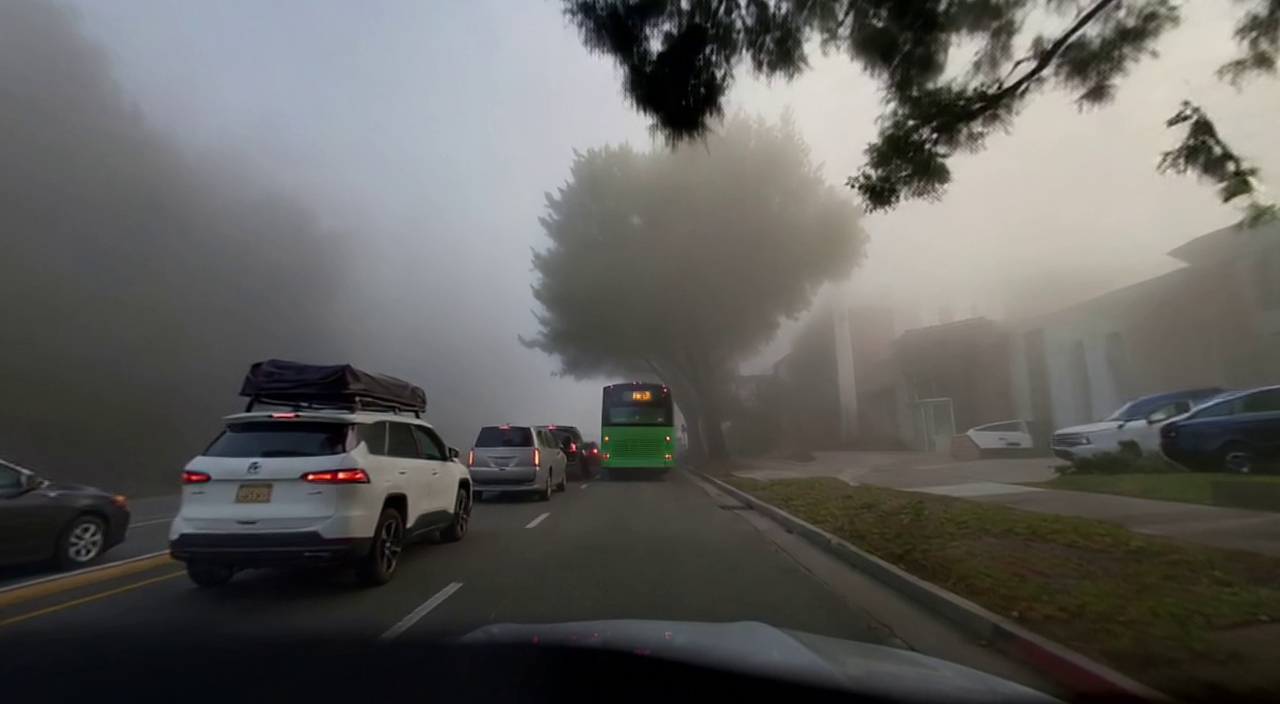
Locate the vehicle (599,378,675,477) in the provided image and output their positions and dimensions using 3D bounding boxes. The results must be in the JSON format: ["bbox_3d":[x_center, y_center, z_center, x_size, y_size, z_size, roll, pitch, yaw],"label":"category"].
[{"bbox_3d":[-0.081,3.879,31.021,2.970,3.857,12.200,0,-9,0],"label":"vehicle"}]

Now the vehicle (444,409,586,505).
[{"bbox_3d":[-3.035,2.779,17.045,2.546,2.125,5.869,0,-9,1],"label":"vehicle"}]

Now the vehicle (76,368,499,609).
[{"bbox_3d":[-3.346,1.453,7.573,2.095,1.892,5.043,0,-9,1],"label":"vehicle"}]

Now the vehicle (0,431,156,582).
[{"bbox_3d":[-7.298,1.477,5.932,1.986,1.473,4.465,0,-9,-1],"label":"vehicle"}]
